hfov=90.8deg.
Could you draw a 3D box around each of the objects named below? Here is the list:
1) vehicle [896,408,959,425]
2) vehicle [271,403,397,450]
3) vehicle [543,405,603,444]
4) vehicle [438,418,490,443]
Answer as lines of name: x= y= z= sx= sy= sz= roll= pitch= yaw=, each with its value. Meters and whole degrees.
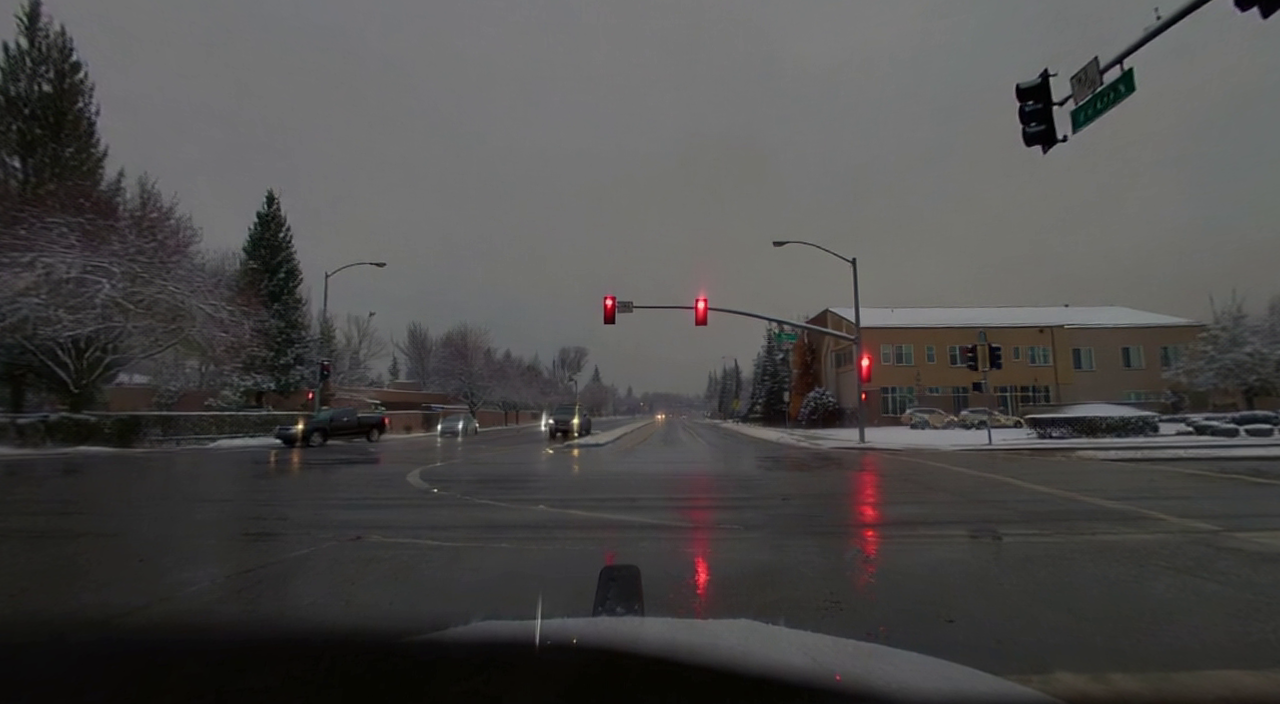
vehicle: x=22.004 y=4.941 z=48.439 sx=3.933 sy=1.219 sz=1.700 roll=-1 pitch=-9 yaw=3
vehicle: x=-13.517 y=3.410 z=28.334 sx=2.340 sy=1.902 sz=4.920 roll=-2 pitch=-9 yaw=15
vehicle: x=-3.465 y=3.968 z=33.838 sx=2.306 sy=1.907 sz=5.382 roll=-1 pitch=-8 yaw=4
vehicle: x=-11.273 y=5.084 z=40.714 sx=1.899 sy=1.510 sz=4.294 roll=-1 pitch=-8 yaw=3
